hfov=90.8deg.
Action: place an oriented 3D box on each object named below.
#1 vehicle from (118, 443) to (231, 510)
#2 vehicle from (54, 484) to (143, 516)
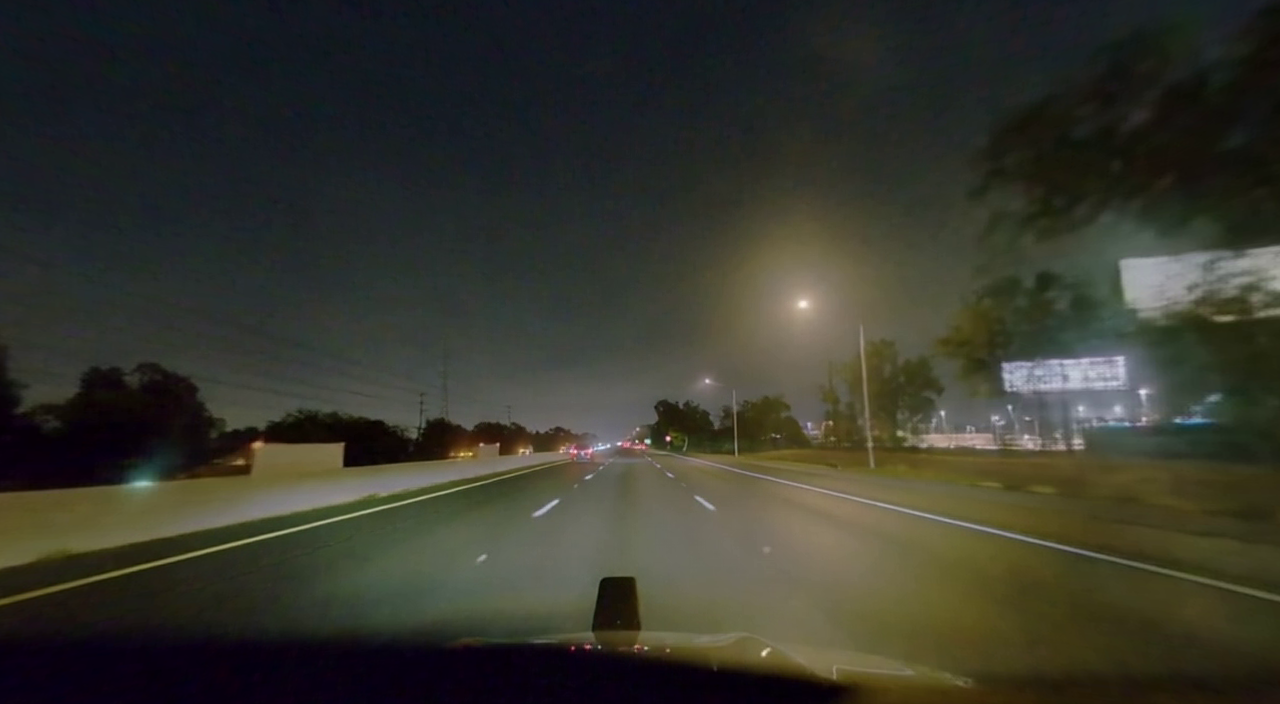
[{"bbox_3d":[-28.900,7.660,39.560,2.948,3.837,5.129,0,-8,-1],"label":"vehicle"},{"bbox_3d":[-33.383,9.129,39.136,1.813,1.571,4.259,0,-8,-2],"label":"vehicle"}]
